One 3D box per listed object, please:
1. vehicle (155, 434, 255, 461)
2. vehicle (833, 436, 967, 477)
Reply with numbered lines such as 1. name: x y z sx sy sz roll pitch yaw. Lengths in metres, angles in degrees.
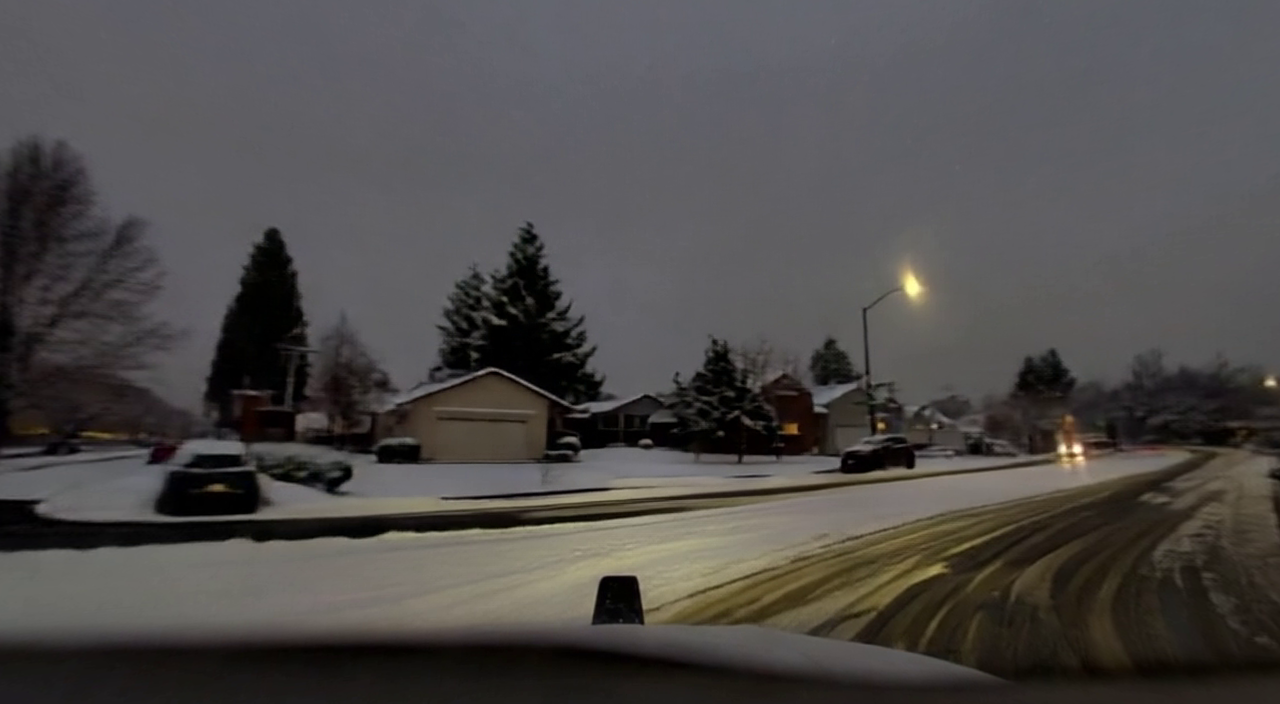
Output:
1. vehicle: -25.131 5.554 36.709 4.585 1.457 1.899 5 -10 -30
2. vehicle: 10.616 4.299 26.149 4.750 1.559 1.928 -2 -9 11
